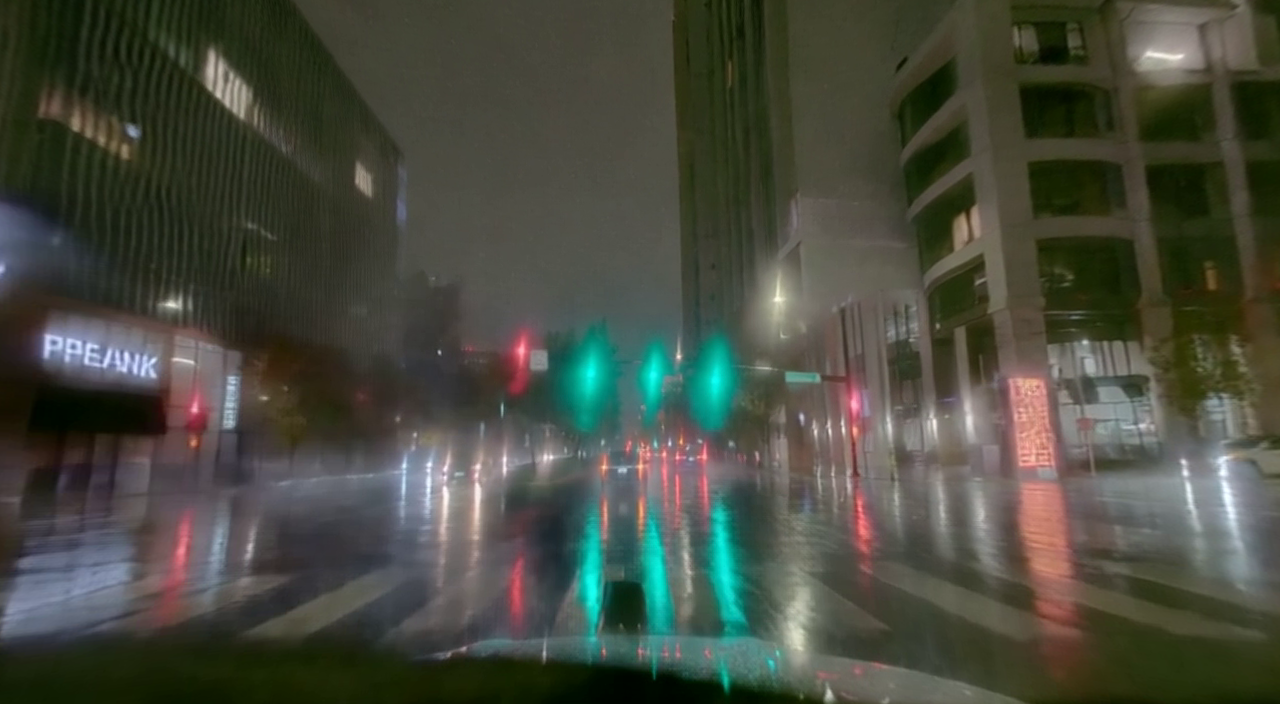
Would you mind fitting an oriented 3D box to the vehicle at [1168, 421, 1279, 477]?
[{"bbox_3d":[23.985,3.863,24.761,4.384,2.000,2.345,1,-12,-4],"label":"vehicle"}]

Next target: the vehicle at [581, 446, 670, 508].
[{"bbox_3d":[-0.401,3.337,17.350,2.144,1.398,3.963,1,-8,-1],"label":"vehicle"}]

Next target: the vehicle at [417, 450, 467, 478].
[{"bbox_3d":[-12.680,7.176,40.650,2.000,1.507,4.286,-2,-7,-2],"label":"vehicle"}]

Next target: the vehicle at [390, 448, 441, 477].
[{"bbox_3d":[-16.223,7.999,45.909,2.119,1.815,4.795,-2,-7,-1],"label":"vehicle"}]

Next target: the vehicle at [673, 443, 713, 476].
[{"bbox_3d":[3.186,6.546,38.733,2.078,1.799,4.089,1,-8,-1],"label":"vehicle"}]
